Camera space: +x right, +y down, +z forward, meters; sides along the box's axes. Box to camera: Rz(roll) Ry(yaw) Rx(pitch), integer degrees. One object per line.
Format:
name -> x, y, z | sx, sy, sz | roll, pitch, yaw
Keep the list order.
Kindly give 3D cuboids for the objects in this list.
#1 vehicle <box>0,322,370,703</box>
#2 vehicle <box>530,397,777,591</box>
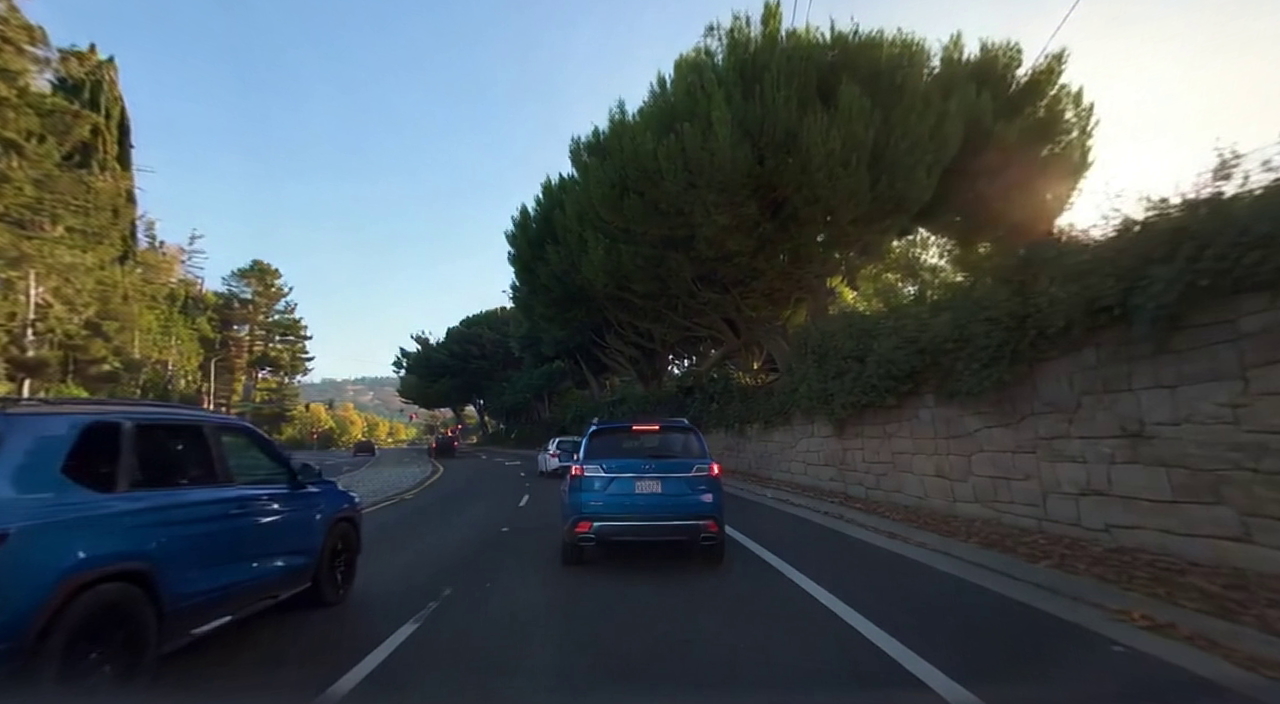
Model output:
vehicle -> -3.437, 0.961, 3.505 | 2.205, 1.716, 4.448 | 1, -8, -5
vehicle -> -0.048, 1.618, 8.051 | 2.287, 1.762, 4.269 | 1, -8, -5
